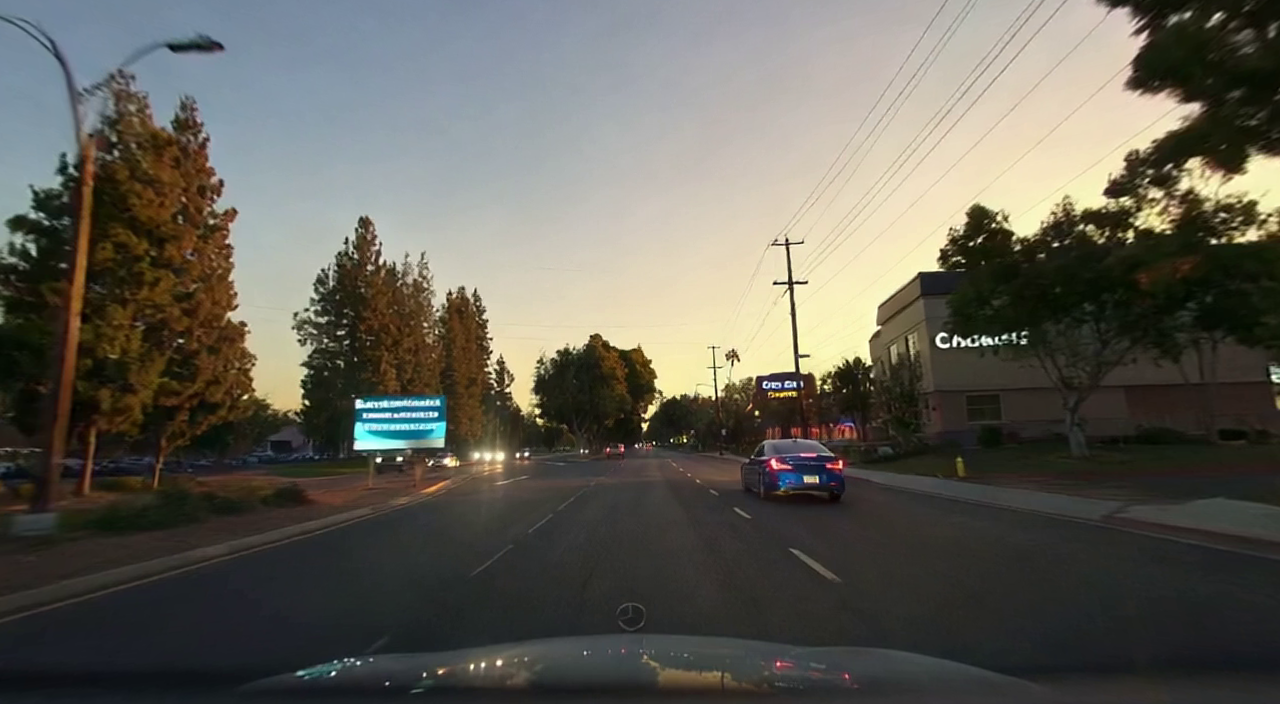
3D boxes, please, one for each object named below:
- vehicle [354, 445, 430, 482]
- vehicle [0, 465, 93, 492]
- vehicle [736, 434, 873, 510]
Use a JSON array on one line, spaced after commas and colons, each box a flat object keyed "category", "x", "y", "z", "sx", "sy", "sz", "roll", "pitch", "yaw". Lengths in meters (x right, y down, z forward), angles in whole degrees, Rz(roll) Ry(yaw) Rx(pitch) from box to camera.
[{"category": "vehicle", "x": -12.432, "y": 5.578, "z": 31.914, "sx": 1.975, "sy": 1.697, "sz": 4.265, "roll": 0, "pitch": -8, "yaw": 1}, {"category": "vehicle", "x": -36.316, "y": 7.628, "z": 38.076, "sx": 4.625, "sy": 1.451, "sz": 1.942, "roll": 0, "pitch": -8, "yaw": 1}, {"category": "vehicle", "x": 3.544, "y": 2.663, "z": 14.519, "sx": 1.977, "sy": 1.474, "sz": 4.399, "roll": 0, "pitch": -8, "yaw": 0}]
